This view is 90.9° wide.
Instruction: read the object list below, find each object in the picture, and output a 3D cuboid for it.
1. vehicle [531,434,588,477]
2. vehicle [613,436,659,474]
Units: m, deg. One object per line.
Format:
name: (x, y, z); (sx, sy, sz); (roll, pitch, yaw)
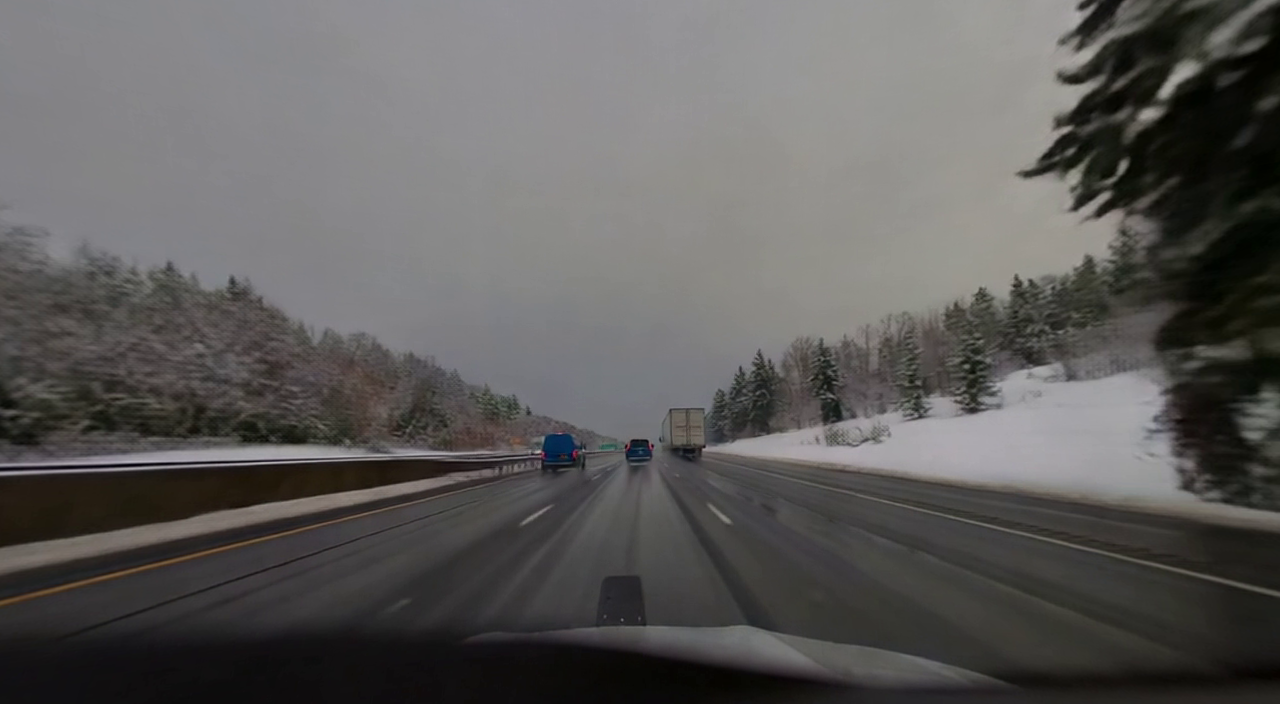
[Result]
vehicle: (-4.009, 5.262, 32.247); (2.167, 1.991, 5.062); (-1, -9, 1)
vehicle: (-0.202, 5.375, 32.880); (2.209, 1.825, 4.036); (-1, -9, 0)
